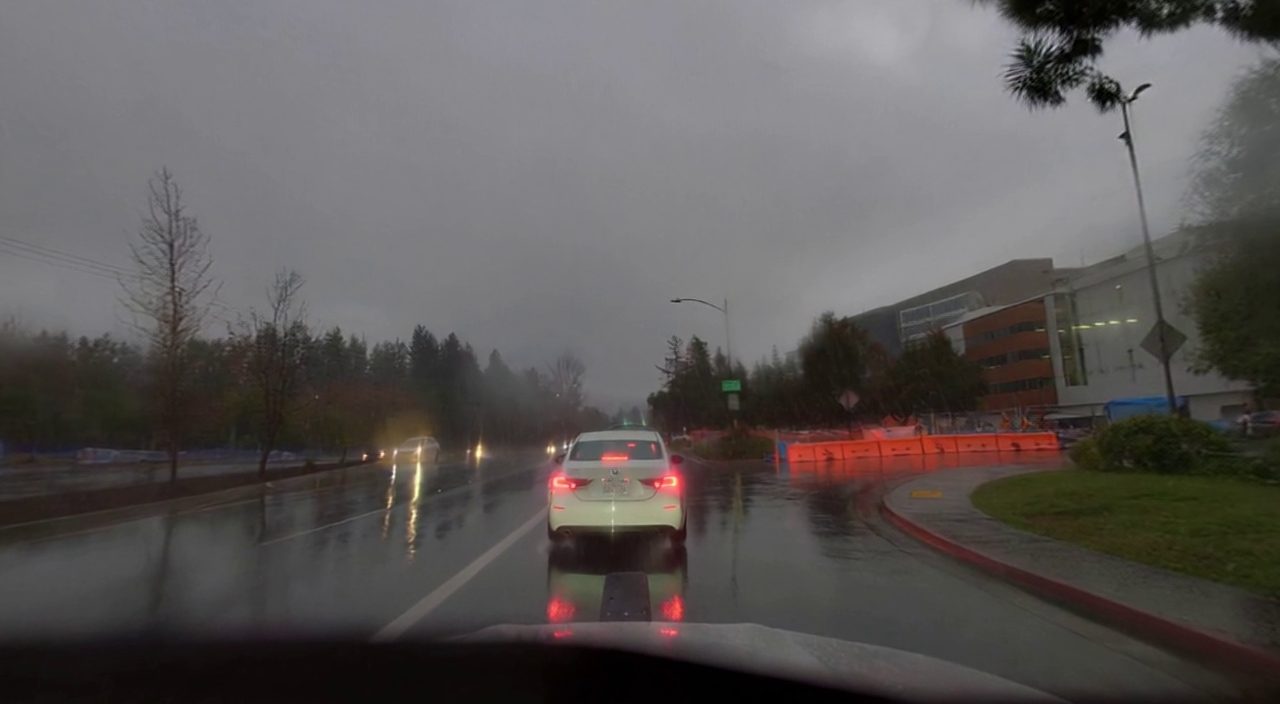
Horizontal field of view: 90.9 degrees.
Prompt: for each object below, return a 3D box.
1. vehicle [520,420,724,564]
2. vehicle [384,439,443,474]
[{"bbox_3d":[-0.192,1.756,8.660,2.112,1.482,4.076,0,-8,0],"label":"vehicle"},{"bbox_3d":[-10.304,4.673,28.455,2.072,1.465,4.394,4,-9,-24],"label":"vehicle"}]
